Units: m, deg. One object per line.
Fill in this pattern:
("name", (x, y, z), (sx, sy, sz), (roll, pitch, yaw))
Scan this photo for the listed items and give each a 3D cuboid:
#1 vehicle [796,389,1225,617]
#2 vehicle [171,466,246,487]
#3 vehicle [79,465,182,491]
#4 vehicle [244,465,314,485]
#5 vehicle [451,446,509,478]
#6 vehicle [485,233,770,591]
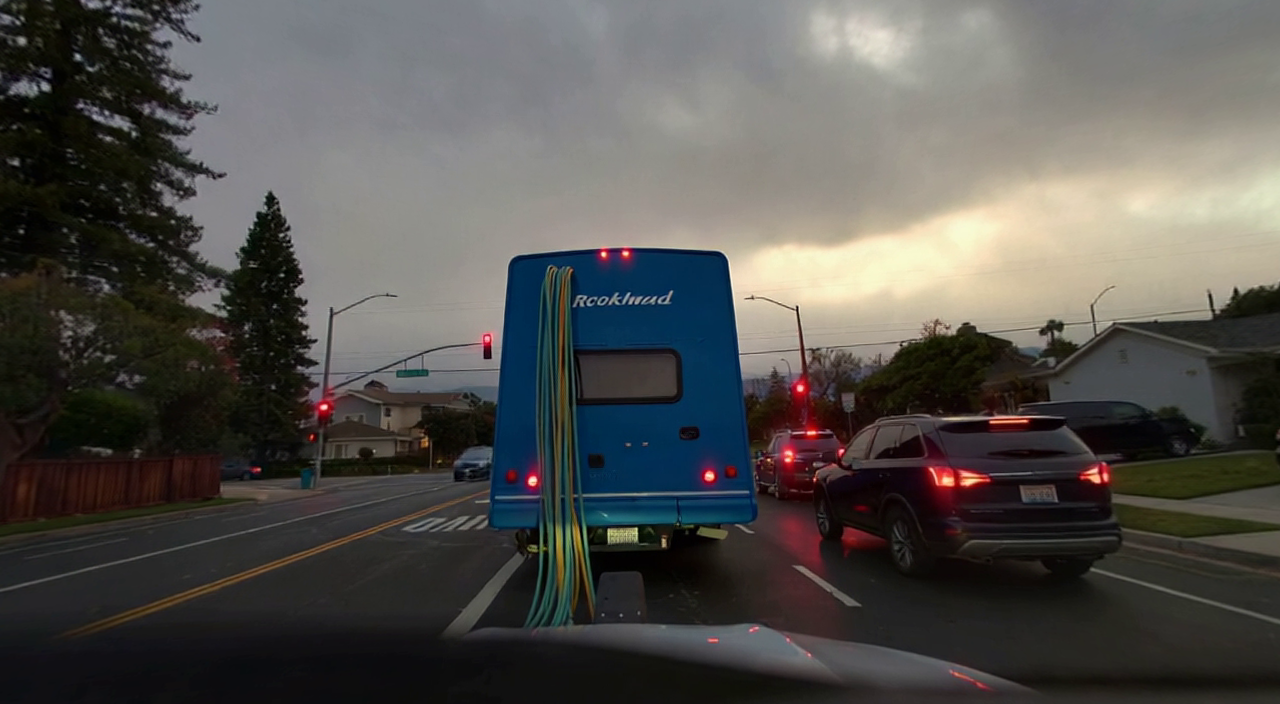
("vehicle", (3.409, 1.489, 7.136), (2.104, 1.735, 4.408), (0, -9, 0))
("vehicle", (-32.697, 9.409, 47.957), (4.311, 1.458, 1.707), (0, -9, -2))
("vehicle", (-33.442, 8.262, 41.555), (4.954, 1.506, 2.014), (0, -9, -2))
("vehicle", (-27.435, 9.362, 48.125), (4.187, 1.445, 1.809), (0, -9, 0))
("vehicle", (-9.076, 6.273, 36.328), (2.110, 1.713, 4.449), (0, -9, 1))
("vehicle", (-0.117, 1.128, 10.308), (2.709, 3.511, 8.213), (0, -9, 0))
